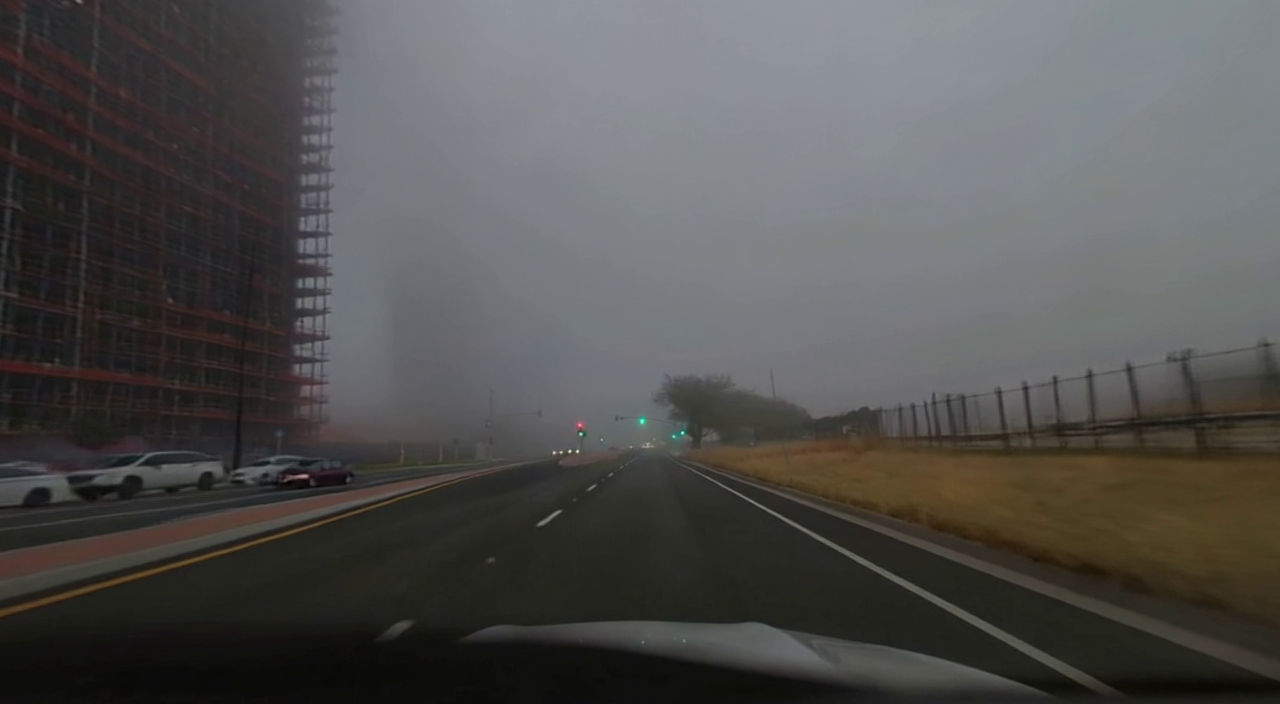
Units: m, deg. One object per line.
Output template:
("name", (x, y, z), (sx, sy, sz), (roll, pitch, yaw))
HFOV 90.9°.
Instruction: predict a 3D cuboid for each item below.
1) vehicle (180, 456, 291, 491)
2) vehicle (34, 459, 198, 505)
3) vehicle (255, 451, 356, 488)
("vehicle", (-19.359, 5.831, 30.491), (2.007, 1.453, 4.932), (-1, -9, 2))
("vehicle", (-19.403, 4.801, 23.705), (2.003, 1.440, 4.857), (0, -9, 0))
("vehicle", (-15.116, 5.310, 28.879), (2.113, 1.478, 4.828), (0, -9, -2))
